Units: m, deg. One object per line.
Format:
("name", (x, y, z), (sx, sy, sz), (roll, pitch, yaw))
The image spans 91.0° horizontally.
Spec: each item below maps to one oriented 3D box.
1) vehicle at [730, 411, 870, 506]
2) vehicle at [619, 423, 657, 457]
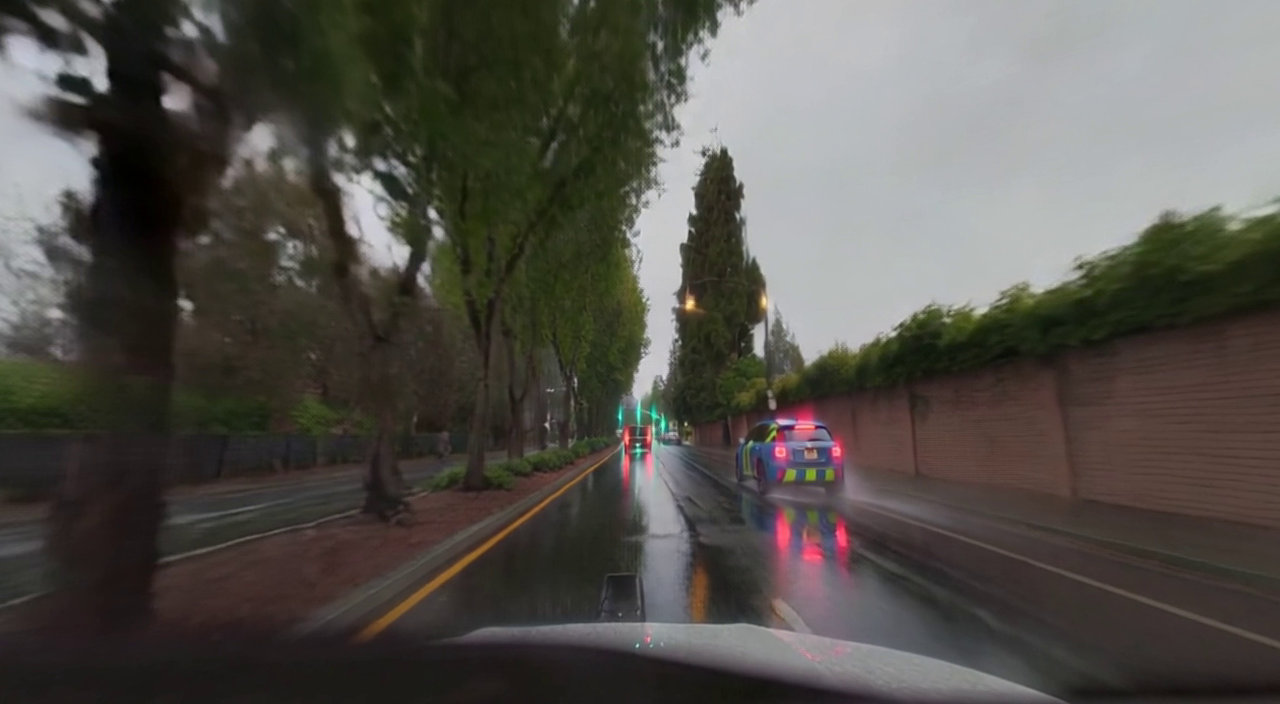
("vehicle", (3.199, 2.228, 13.519), (1.840, 1.709, 4.202), (0, -8, -1))
("vehicle", (-0.131, 4.915, 35.114), (1.984, 1.777, 3.148), (0, -8, -1))
